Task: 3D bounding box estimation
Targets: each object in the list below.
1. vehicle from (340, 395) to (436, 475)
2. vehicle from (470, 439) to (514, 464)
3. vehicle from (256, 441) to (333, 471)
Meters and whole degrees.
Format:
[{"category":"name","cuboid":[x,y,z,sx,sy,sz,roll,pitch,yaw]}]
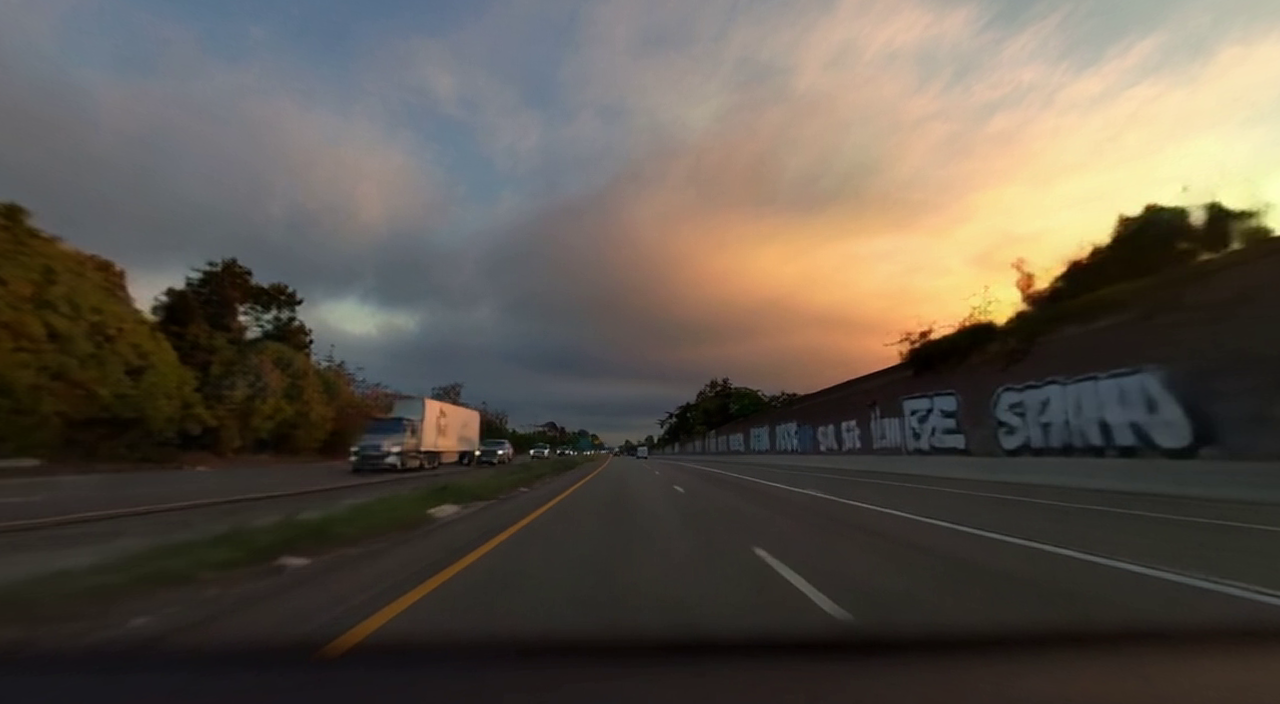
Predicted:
[{"category":"vehicle","cuboid":[-14.065,4.763,35.571,2.852,4.117,6.059,0,-9,-1]},{"category":"vehicle","cuboid":[-9.975,6.730,42.510,1.978,1.542,4.321,0,-9,0]},{"category":"vehicle","cuboid":[-19.288,5.813,35.210,1.899,1.577,4.432,0,-9,-2]}]
